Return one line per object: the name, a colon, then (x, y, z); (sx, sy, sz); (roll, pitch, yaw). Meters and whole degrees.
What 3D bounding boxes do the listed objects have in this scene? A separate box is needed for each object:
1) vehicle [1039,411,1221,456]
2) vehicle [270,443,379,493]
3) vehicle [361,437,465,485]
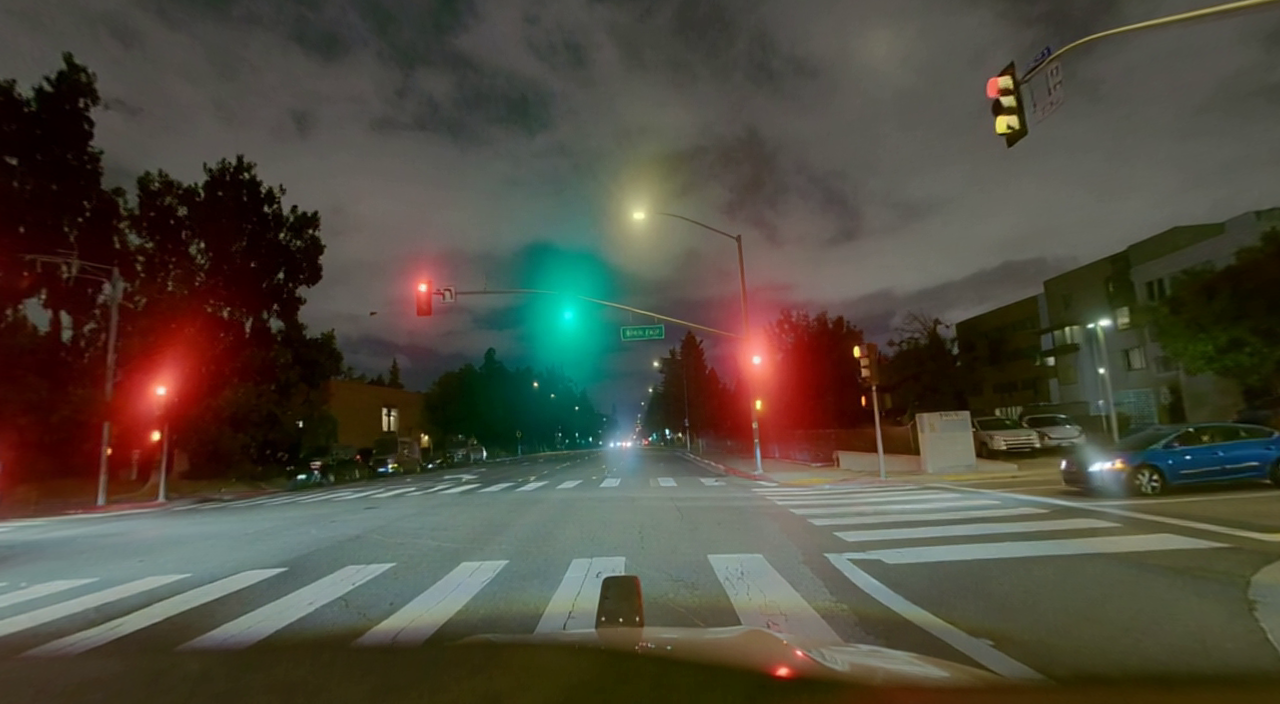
vehicle: (16.930, 2.905, 22.121); (4.560, 1.453, 1.851); (-3, -9, 18)
vehicle: (-13.785, 5.069, 28.053); (2.306, 1.957, 4.968); (0, -9, -1)
vehicle: (-10.173, 4.928, 28.979); (2.664, 1.940, 5.702); (0, -9, 0)
